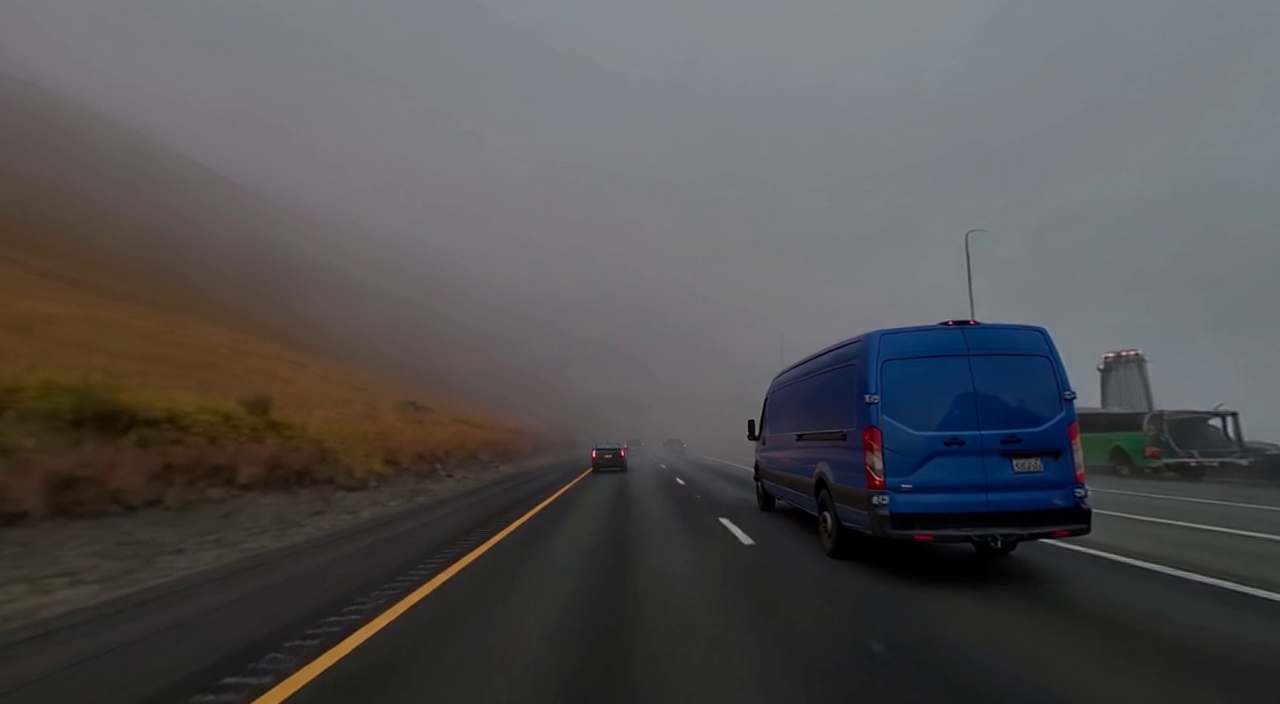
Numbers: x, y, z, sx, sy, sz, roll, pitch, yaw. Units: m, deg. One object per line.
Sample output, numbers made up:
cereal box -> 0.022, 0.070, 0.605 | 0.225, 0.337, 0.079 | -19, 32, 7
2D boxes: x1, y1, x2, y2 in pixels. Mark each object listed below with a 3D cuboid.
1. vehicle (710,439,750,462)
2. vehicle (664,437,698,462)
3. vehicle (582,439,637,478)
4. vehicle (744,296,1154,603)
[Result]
vehicle -> 6.343, 6.977, 44.962 | 1.958, 1.514, 4.930 | 0, -8, -1
vehicle -> 2.931, 7.007, 45.623 | 2.108, 1.717, 3.996 | 0, -8, -1
vehicle -> -1.160, 4.332, 25.925 | 2.082, 1.445, 3.826 | 0, -8, -1
vehicle -> 3.098, 1.216, 8.340 | 2.365, 2.630, 5.754 | 0, -8, -1
